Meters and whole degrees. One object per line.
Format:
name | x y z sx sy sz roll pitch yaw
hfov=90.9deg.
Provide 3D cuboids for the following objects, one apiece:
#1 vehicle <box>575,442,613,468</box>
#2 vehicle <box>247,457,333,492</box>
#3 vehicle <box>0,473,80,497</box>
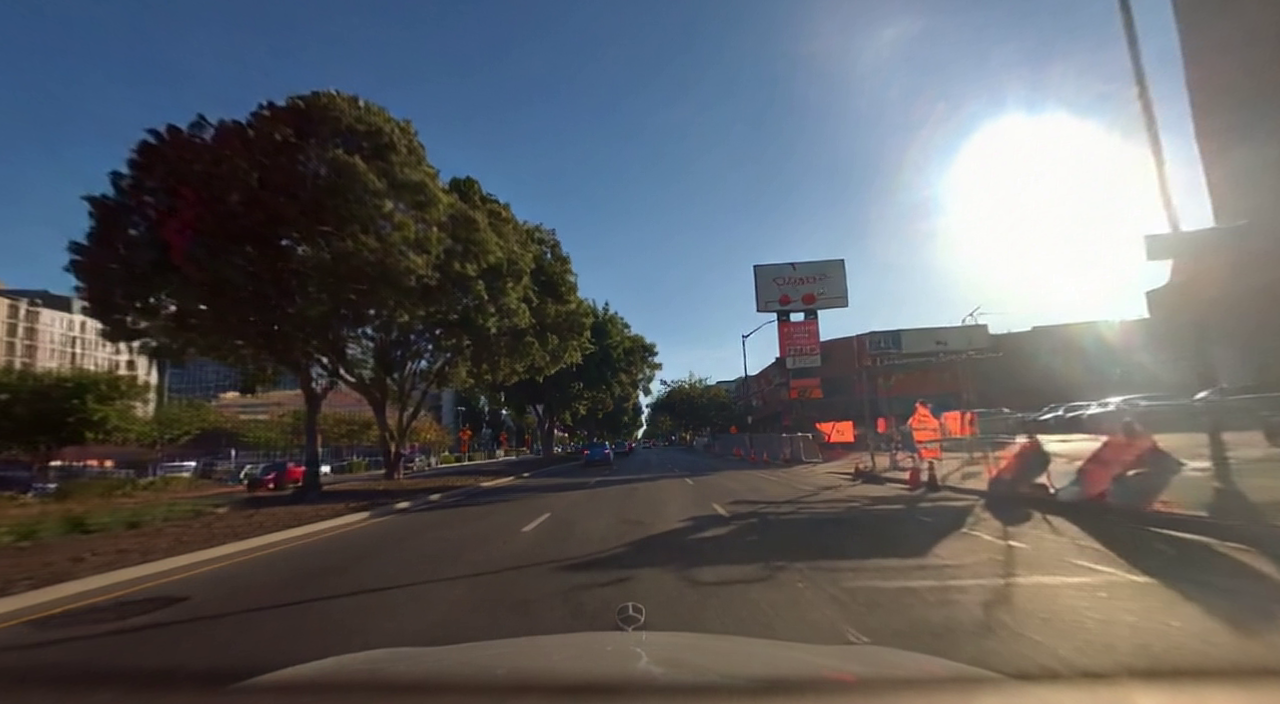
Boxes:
vehicle | -2.720 6.192 38.103 1.926 1.442 4.231 0 -8 0
vehicle | -17.881 6.266 32.492 1.948 1.535 4.600 0 -8 -2
vehicle | -42.287 9.339 44.199 4.361 1.478 1.893 0 -8 5
